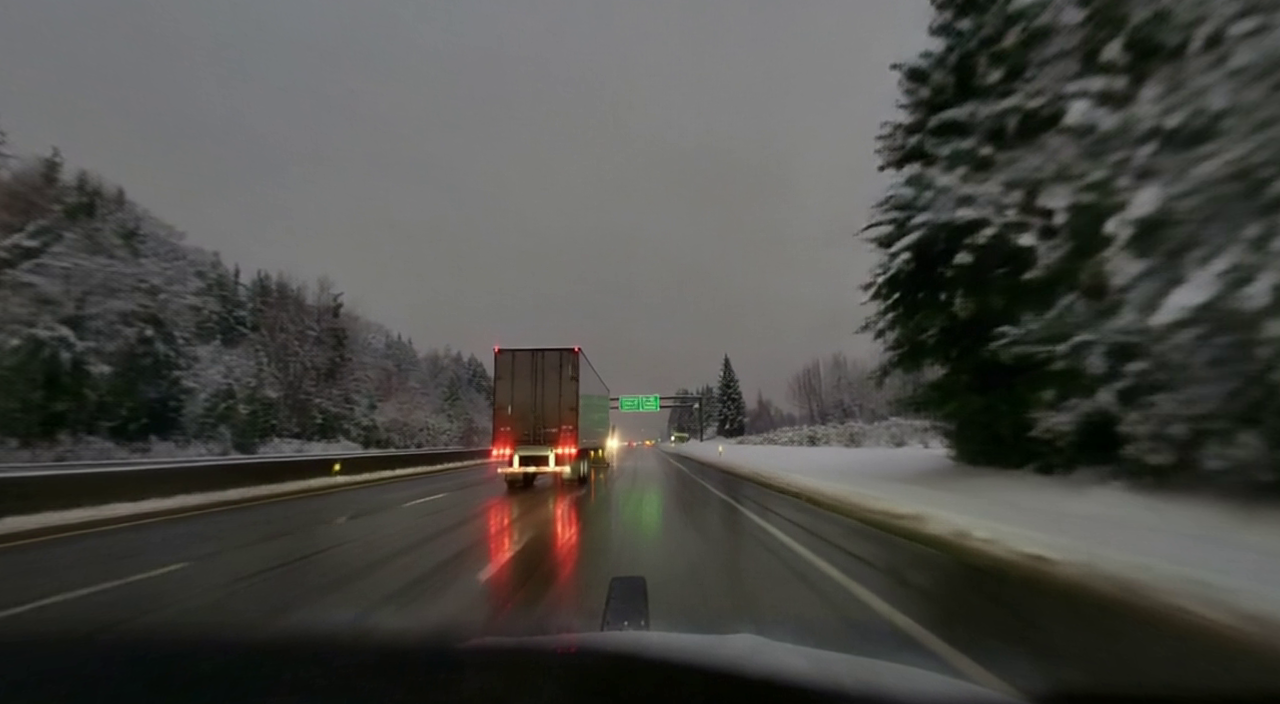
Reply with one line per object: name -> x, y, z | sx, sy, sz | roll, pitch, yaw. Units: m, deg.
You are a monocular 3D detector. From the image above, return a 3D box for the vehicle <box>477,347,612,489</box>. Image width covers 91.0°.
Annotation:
vehicle -> -3.048, 2.896, 25.156 | 2.947, 4.051, 14.256 | 0, -8, 1
